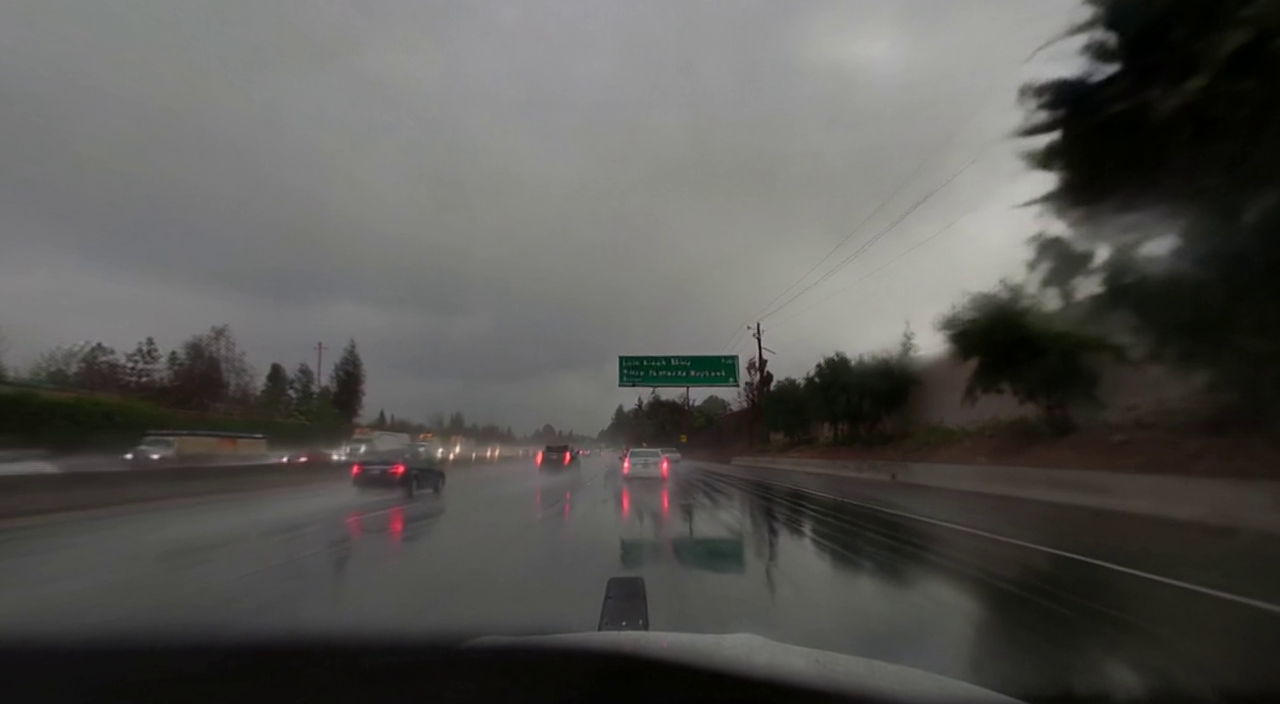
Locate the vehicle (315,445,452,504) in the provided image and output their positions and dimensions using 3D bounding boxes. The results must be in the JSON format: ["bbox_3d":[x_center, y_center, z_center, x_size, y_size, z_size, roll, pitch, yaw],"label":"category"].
[{"bbox_3d":[-7.182,3.448,18.315,1.974,1.464,4.733,0,-9,0],"label":"vehicle"}]

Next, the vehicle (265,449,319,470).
[{"bbox_3d":[-26.014,8.057,47.319,1.868,1.480,4.180,0,-9,-3],"label":"vehicle"}]

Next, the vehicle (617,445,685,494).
[{"bbox_3d":[0.277,3.938,21.515,2.082,1.482,4.126,0,-9,-1],"label":"vehicle"}]

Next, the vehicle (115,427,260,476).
[{"bbox_3d":[-29.769,6.634,42.272,2.934,2.913,9.649,0,-9,-2],"label":"vehicle"}]

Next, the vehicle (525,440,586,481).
[{"bbox_3d":[-3.871,5.065,29.780,2.289,1.777,4.534,0,-9,0],"label":"vehicle"}]
